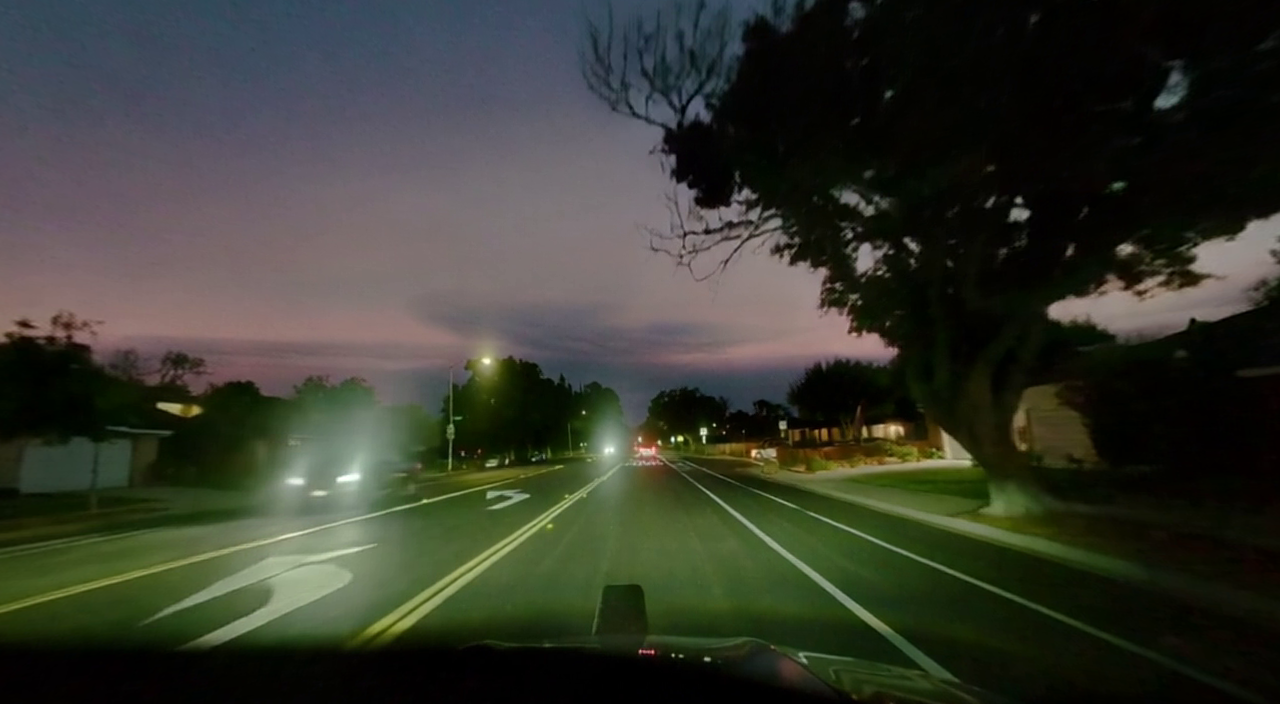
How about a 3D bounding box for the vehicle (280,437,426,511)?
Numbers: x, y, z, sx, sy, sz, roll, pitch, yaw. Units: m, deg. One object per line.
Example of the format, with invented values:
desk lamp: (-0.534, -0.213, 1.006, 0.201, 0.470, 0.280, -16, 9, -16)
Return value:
vehicle: (-7.627, 3.255, 17.295, 1.977, 1.753, 4.128, 0, -8, 1)
